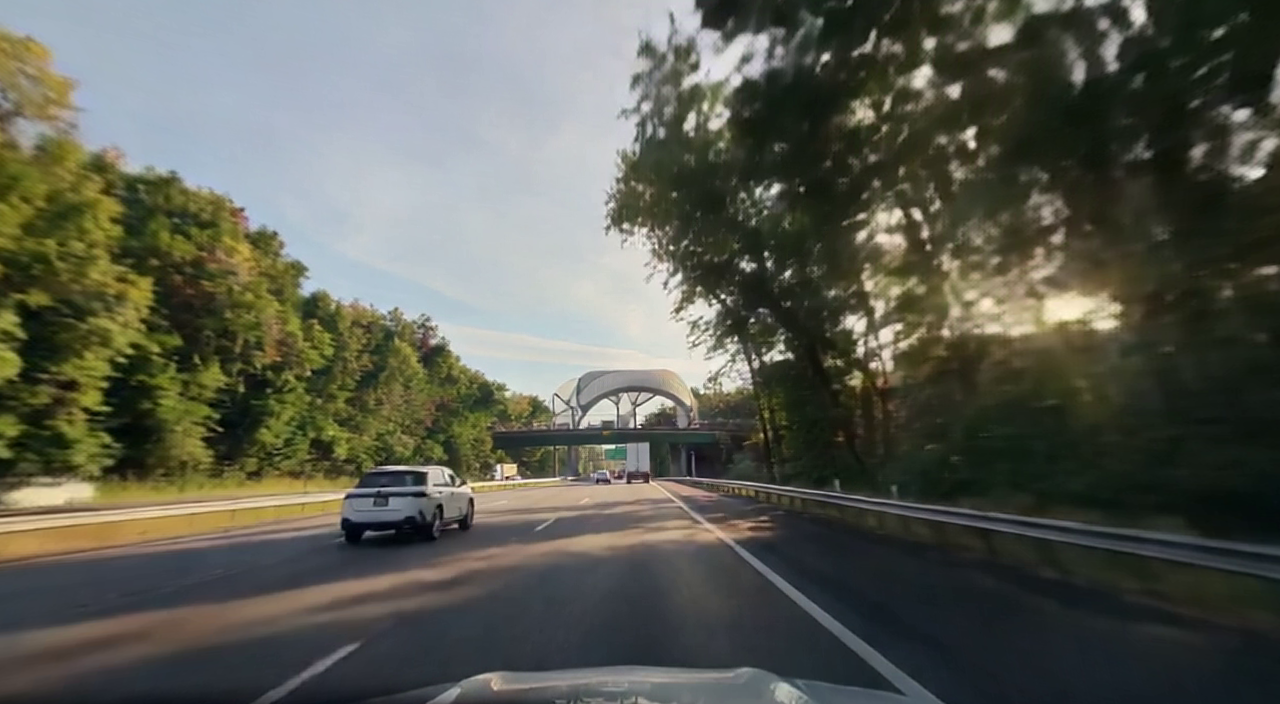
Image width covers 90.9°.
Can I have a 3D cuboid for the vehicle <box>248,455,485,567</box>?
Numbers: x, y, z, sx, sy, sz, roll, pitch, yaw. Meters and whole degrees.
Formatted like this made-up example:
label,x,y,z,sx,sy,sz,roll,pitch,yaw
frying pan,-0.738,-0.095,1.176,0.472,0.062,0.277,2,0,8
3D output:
label,x,y,z,sx,sy,sz,roll,pitch,yaw
vehicle,-4.292,2.599,10.966,1.950,1.460,4.812,1,-10,0
